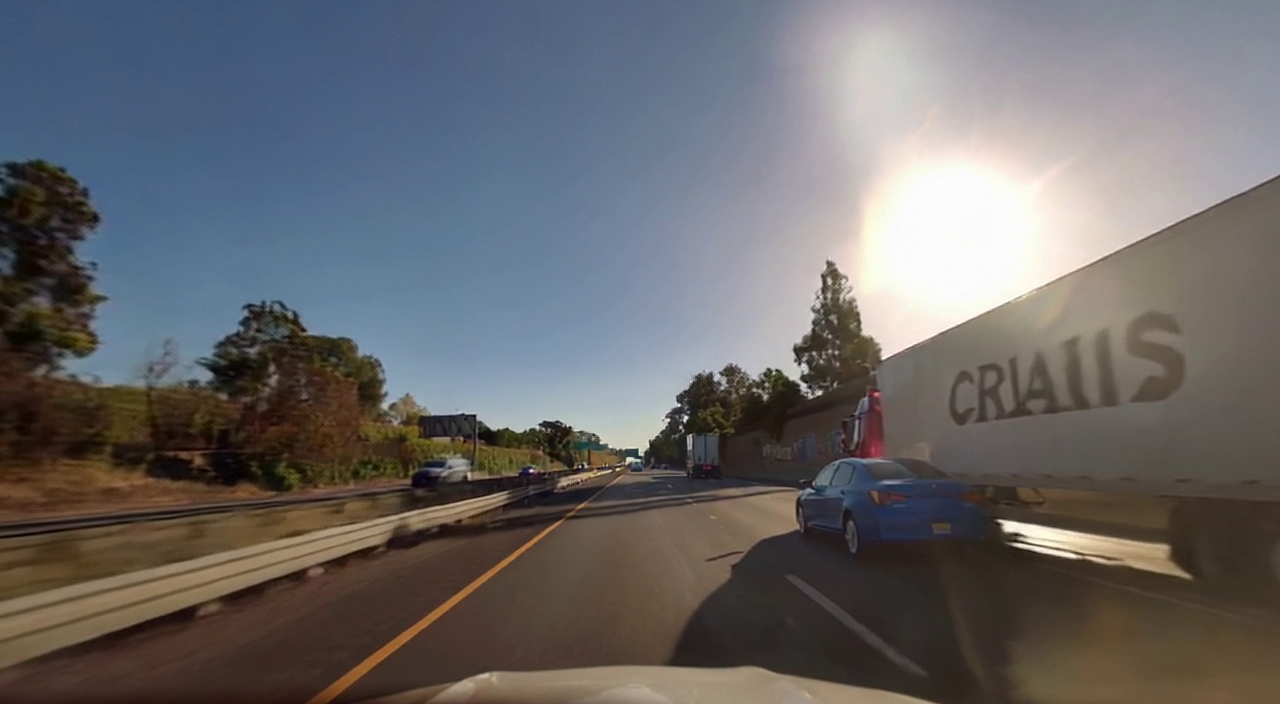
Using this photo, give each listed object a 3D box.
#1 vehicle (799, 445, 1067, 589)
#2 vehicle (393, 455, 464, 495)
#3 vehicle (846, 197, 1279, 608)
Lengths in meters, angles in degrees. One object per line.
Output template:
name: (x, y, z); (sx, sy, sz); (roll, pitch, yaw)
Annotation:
vehicle: (3.774, 2.228, 8.973); (2.011, 1.574, 3.512); (-1, -11, -1)
vehicle: (-12.093, 7.075, 36.494); (2.385, 2.090, 4.902); (1, -10, 0)
vehicle: (8.018, 1.378, 10.982); (3.298, 4.017, 16.824); (1, -10, 0)
